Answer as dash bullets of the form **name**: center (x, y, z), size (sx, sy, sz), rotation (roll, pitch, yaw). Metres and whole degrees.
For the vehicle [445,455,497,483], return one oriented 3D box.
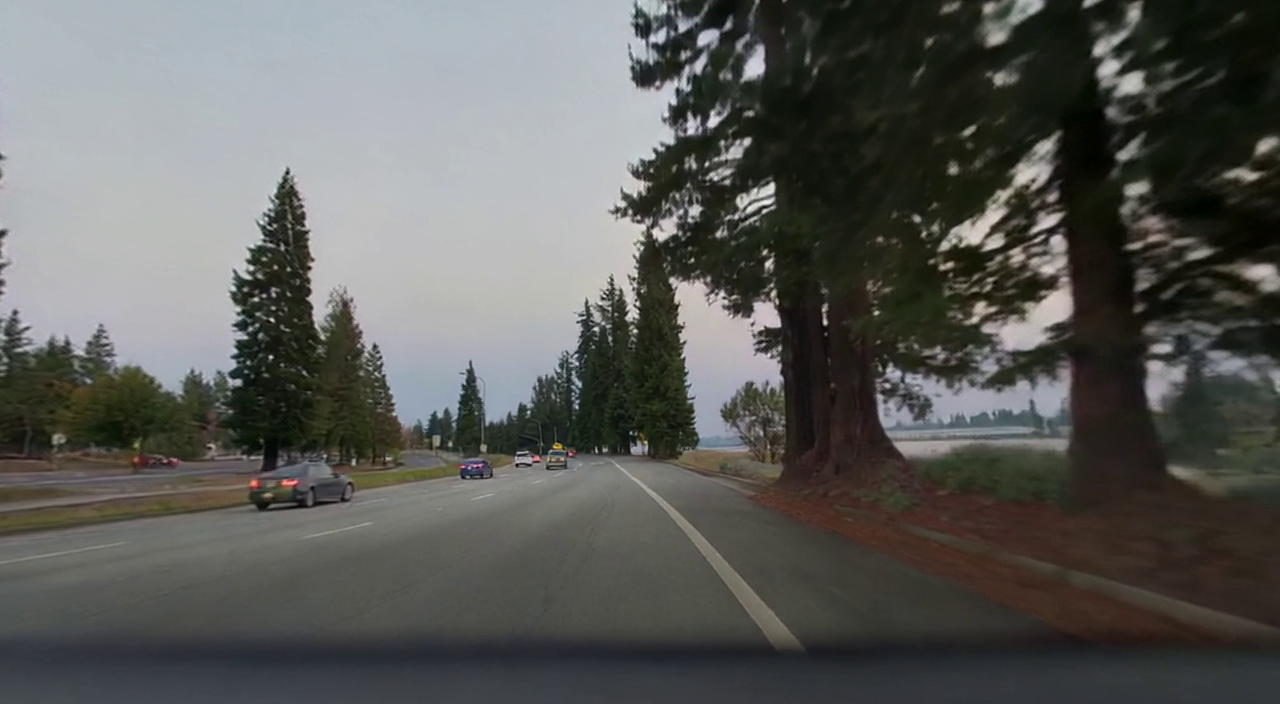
- **vehicle**: center (-10.694, 7.408, 40.258), size (1.886, 1.535, 4.742), rotation (0, -9, 1)

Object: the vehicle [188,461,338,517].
- **vehicle**: center (-11.838, 4.291, 20.289), size (1.781, 1.476, 4.513), rotation (-1, -9, 4)
